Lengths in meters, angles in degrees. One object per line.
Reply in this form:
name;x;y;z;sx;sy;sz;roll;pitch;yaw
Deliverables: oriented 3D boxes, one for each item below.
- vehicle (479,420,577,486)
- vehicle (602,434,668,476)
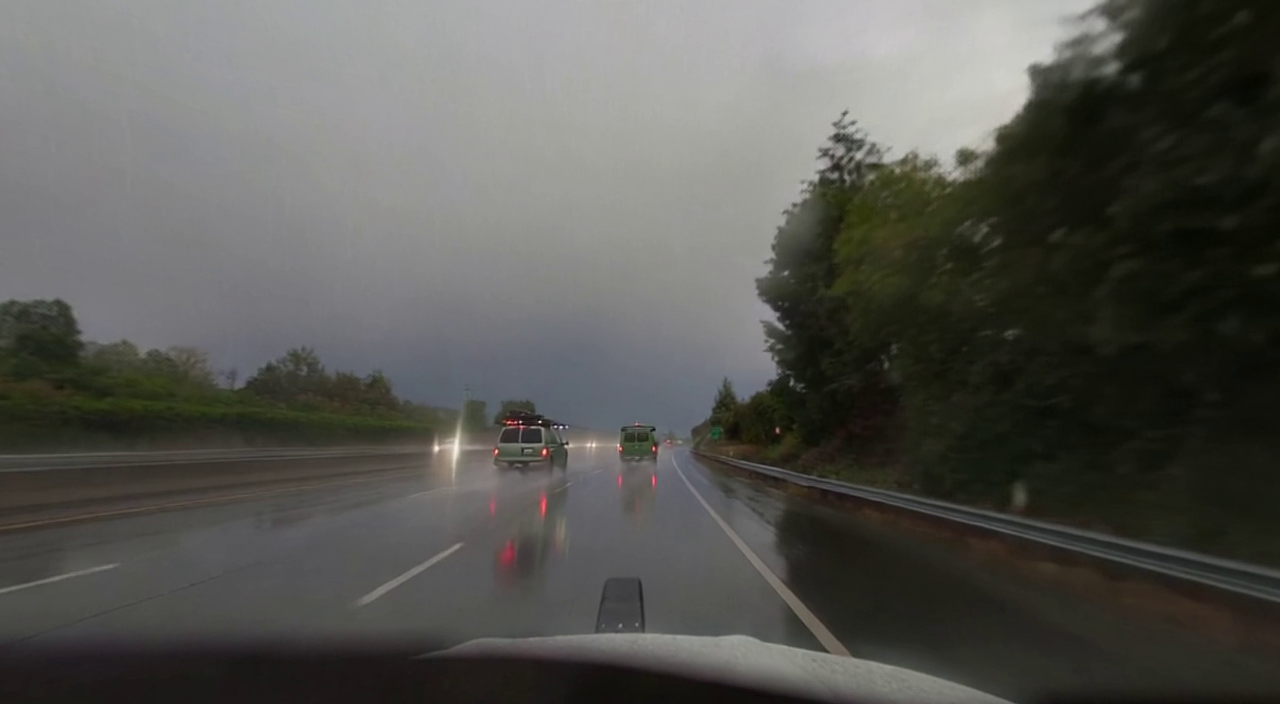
vehicle;-3.568;3.360;21.163;2.250;1.947;4.860;0;-8;2
vehicle;-0.135;4.611;28.483;2.715;1.669;5.163;0;-8;1
